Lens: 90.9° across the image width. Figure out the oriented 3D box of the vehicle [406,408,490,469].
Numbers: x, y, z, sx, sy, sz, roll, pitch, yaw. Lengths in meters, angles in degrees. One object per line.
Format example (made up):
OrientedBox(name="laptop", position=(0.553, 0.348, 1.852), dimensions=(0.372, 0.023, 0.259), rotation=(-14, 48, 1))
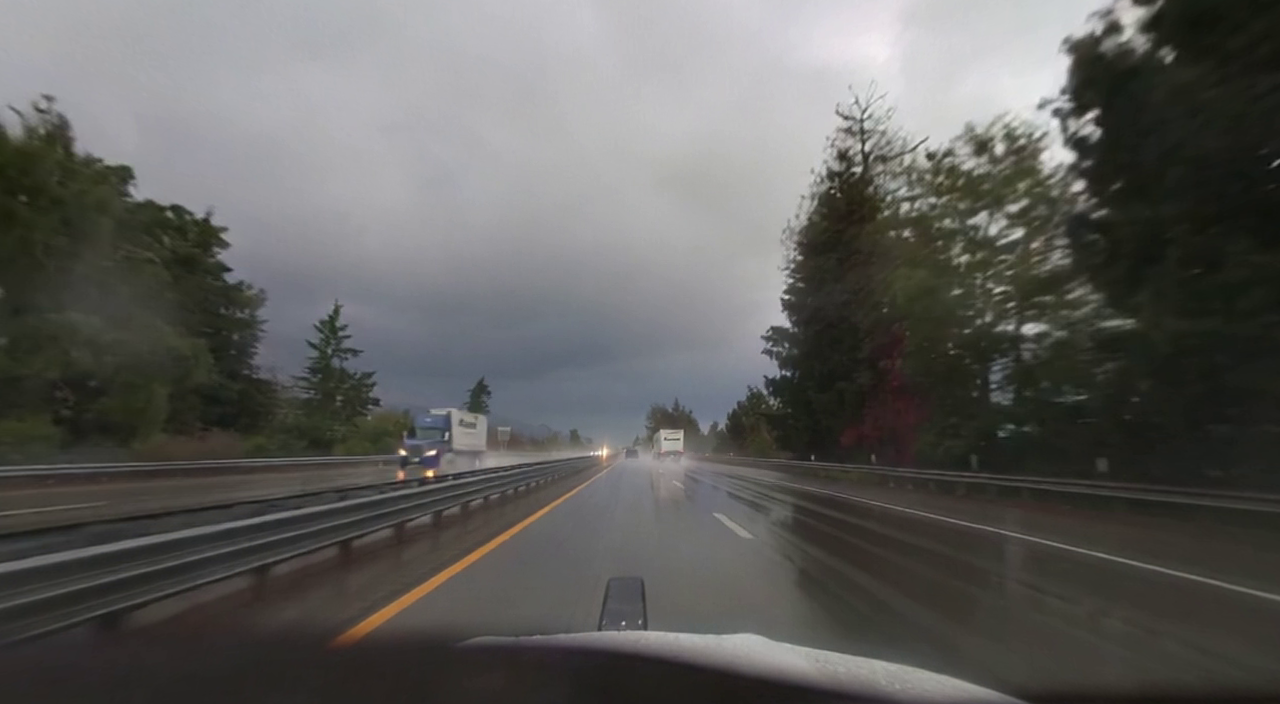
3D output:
OrientedBox(name="vehicle", position=(-13.542, 6.312, 45.617), dimensions=(3.001, 3.888, 9.974), rotation=(0, -9, 0))
